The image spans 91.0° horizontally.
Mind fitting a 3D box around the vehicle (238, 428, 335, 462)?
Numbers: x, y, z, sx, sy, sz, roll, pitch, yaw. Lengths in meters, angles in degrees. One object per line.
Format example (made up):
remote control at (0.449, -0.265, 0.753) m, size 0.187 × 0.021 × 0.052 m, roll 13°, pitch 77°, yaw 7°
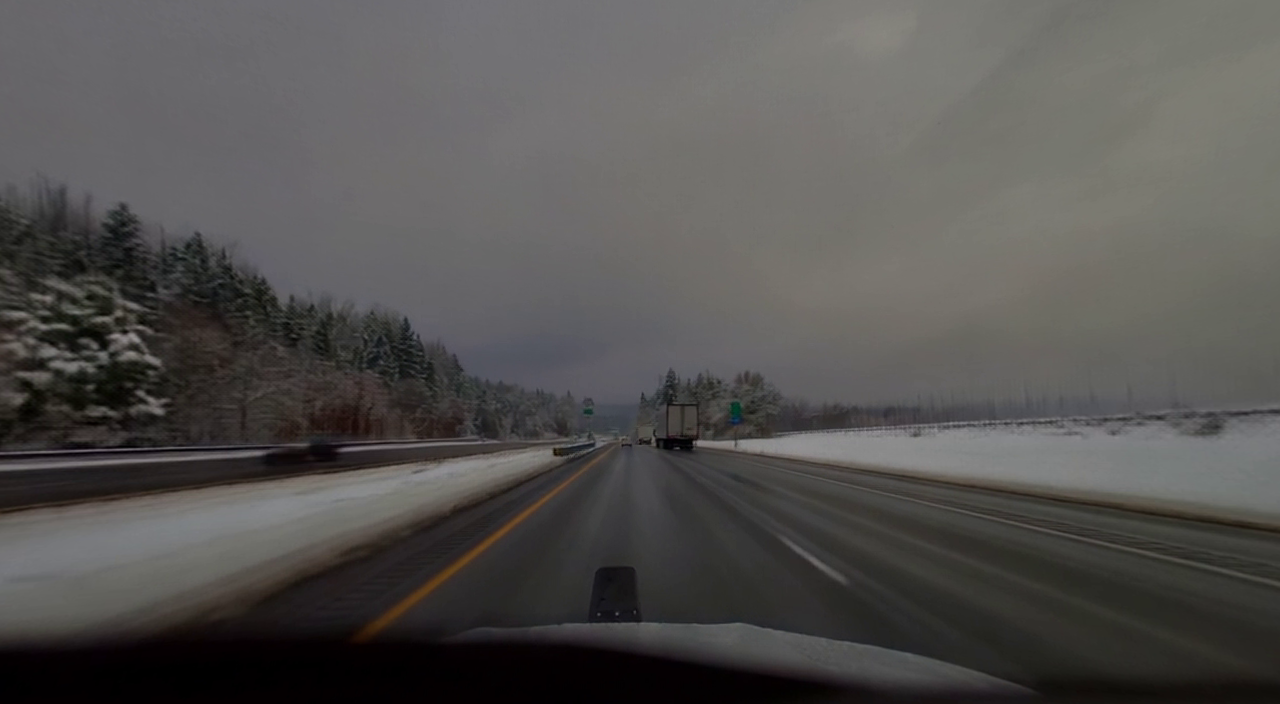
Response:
vehicle at (-16.845, 4.462, 30.295) m, size 2.125 × 1.488 × 4.492 m, roll 0°, pitch -8°, yaw -1°
